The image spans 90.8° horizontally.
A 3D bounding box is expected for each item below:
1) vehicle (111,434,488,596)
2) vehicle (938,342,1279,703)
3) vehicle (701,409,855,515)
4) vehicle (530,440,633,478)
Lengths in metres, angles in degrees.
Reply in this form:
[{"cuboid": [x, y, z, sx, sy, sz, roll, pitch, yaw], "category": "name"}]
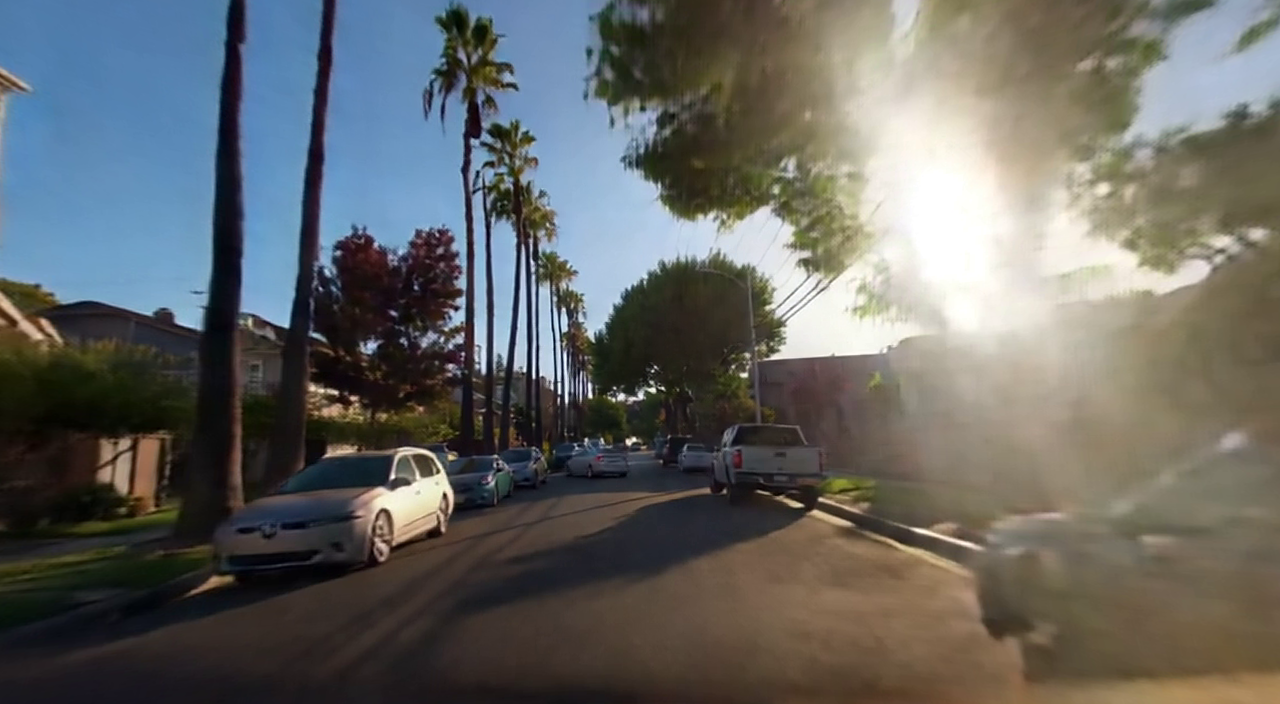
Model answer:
[{"cuboid": [-3.974, 1.985, 8.877, 2.130, 1.543, 5.386, -1, -8, 3], "category": "vehicle"}, {"cuboid": [2.887, 0.738, 1.534, 2.060, 1.614, 4.652, 0, -8, 0], "category": "vehicle"}, {"cuboid": [2.881, 2.475, 14.682, 2.292, 1.981, 5.277, 0, -8, -1], "category": "vehicle"}, {"cuboid": [-2.602, 4.558, 27.174, 2.081, 1.483, 4.599, 7, -11, -40], "category": "vehicle"}]
